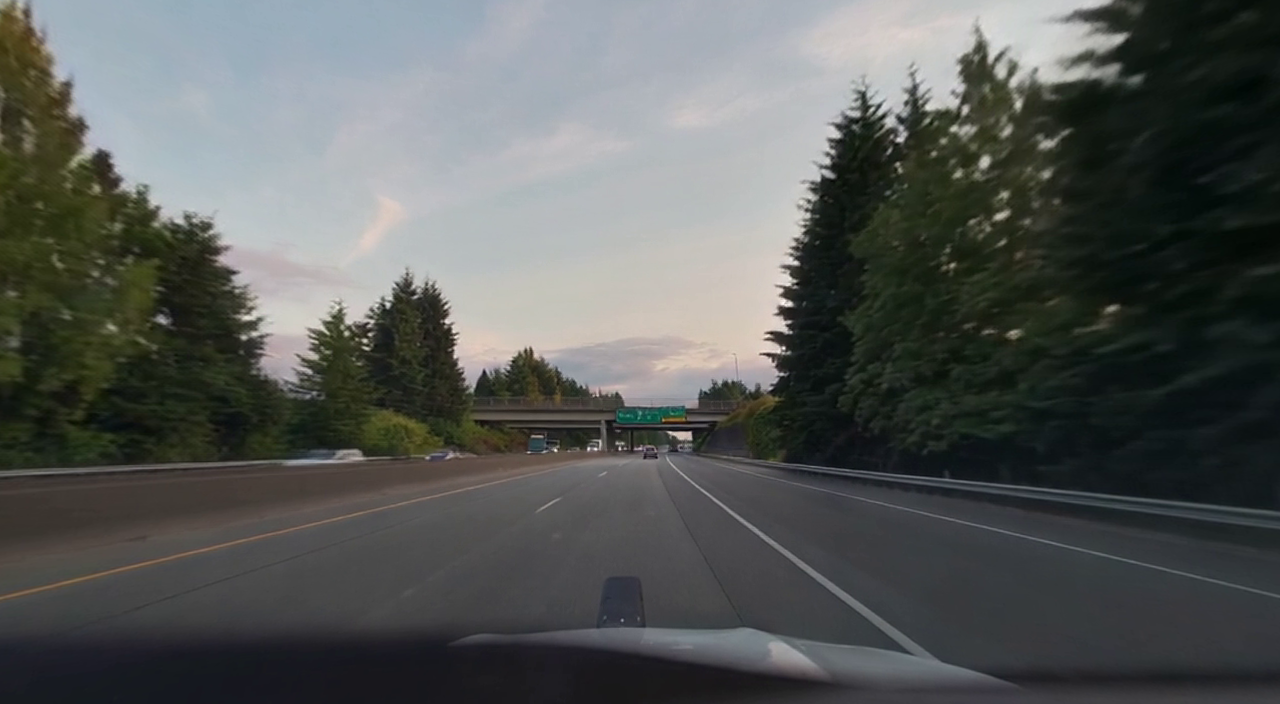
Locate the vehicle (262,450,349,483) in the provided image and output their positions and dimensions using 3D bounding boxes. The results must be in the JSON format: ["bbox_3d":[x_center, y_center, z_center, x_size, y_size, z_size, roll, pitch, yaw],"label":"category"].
[{"bbox_3d":[-16.544,5.658,31.483,1.797,1.497,4.652,0,-9,0],"label":"vehicle"}]
